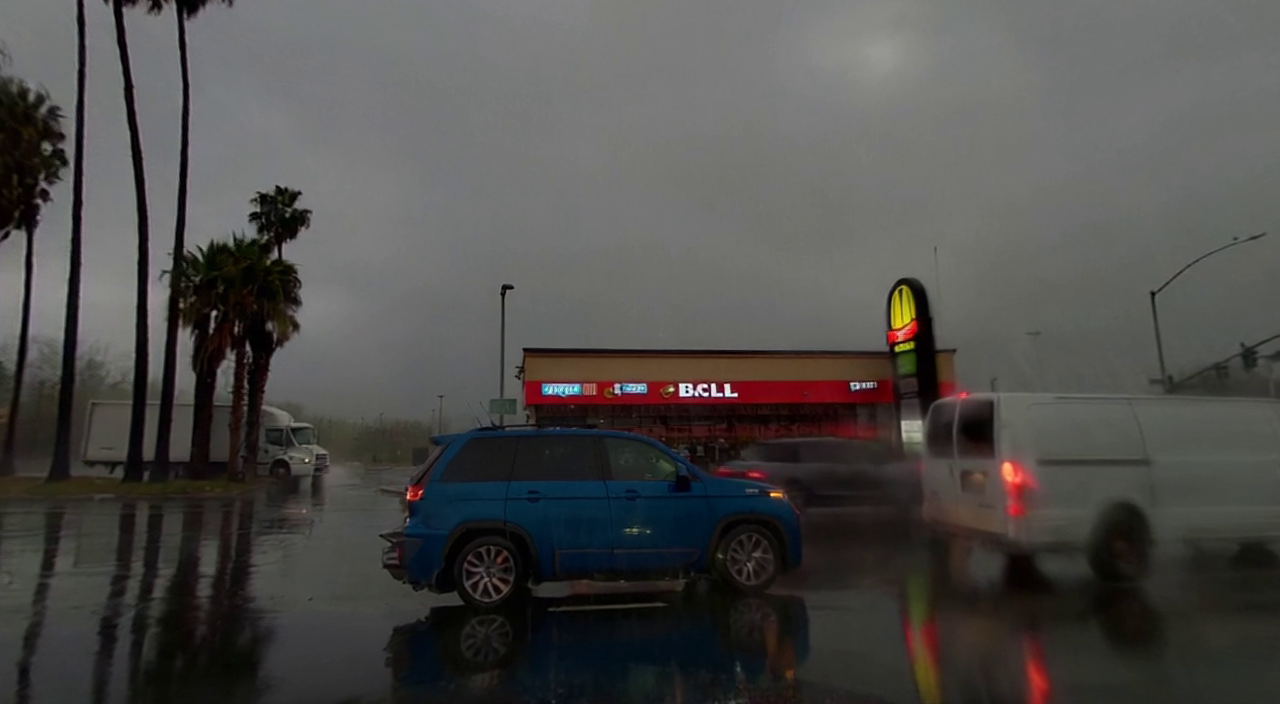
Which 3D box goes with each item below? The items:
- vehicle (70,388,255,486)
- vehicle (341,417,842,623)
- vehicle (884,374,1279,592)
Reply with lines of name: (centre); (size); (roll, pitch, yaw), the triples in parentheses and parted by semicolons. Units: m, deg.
vehicle: (-21.643, 4.017, 29.439); (3.034, 3.929, 7.699); (1, -9, -6)
vehicle: (-0.465, 1.637, 6.830); (4.493, 1.728, 2.137); (1, -9, -9)
vehicle: (6.691, 1.548, 8.019); (6.246, 2.202, 2.277); (1, -9, -7)
